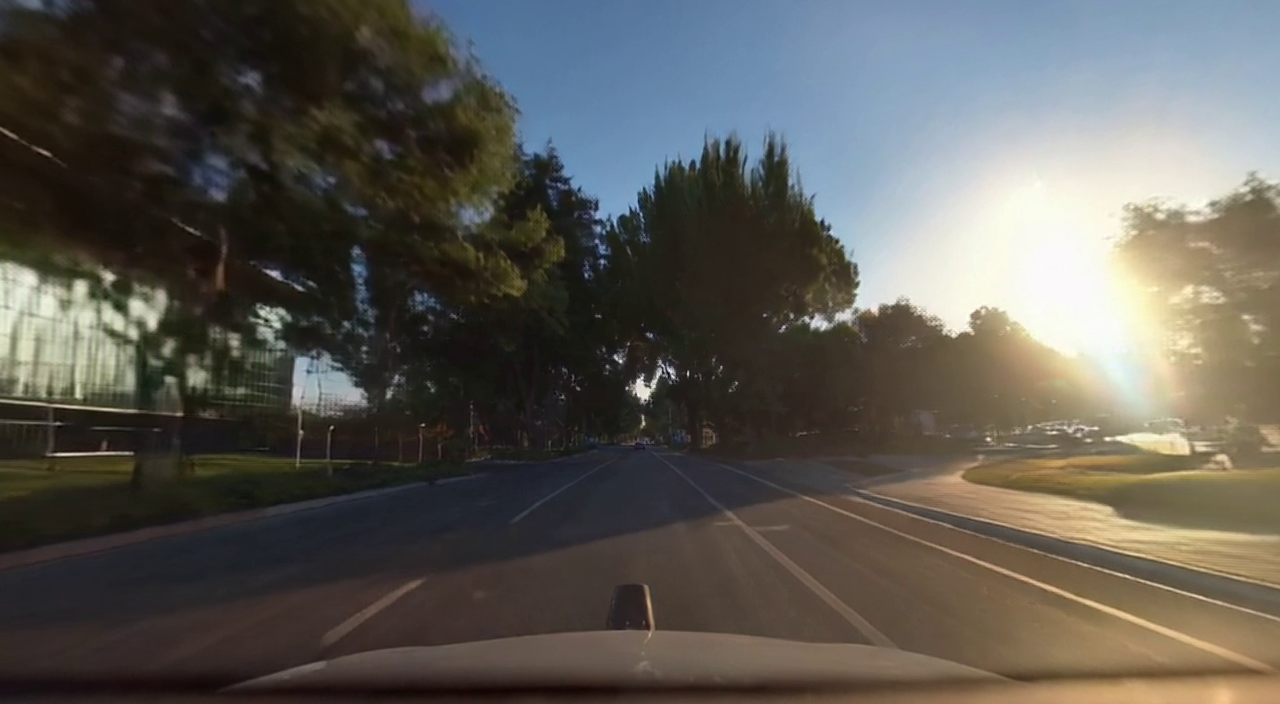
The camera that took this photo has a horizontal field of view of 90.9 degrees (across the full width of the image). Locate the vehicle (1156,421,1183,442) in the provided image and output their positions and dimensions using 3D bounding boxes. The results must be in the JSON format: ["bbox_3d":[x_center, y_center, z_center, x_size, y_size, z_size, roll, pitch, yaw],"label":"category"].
[{"bbox_3d":[41.824,6.252,49.743,1.545,1.512,3.318,-3,-6,41],"label":"vehicle"}]

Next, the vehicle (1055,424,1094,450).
[{"bbox_3d":[32.380,6.363,46.876,1.856,1.730,4.156,-9,-13,38],"label":"vehicle"}]

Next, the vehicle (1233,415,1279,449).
[{"bbox_3d":[33.676,4.358,34.061,1.940,1.727,4.262,-7,-11,39],"label":"vehicle"}]
